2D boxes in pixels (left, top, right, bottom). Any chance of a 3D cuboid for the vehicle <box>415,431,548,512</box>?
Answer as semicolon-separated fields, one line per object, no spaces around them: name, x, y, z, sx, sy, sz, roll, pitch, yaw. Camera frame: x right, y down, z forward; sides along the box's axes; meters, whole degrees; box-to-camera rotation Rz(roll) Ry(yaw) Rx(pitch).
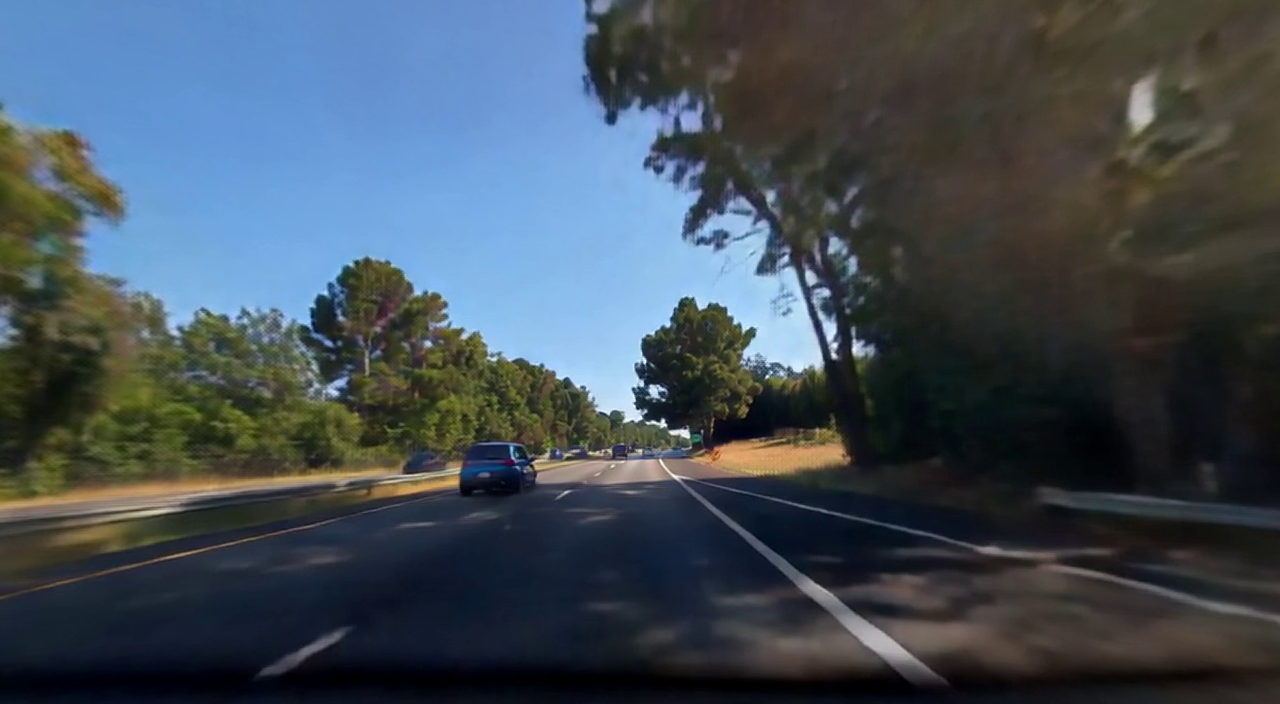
vehicle;-3.728;2.914;15.883;2.110;1.727;4.607;0;-9;0
